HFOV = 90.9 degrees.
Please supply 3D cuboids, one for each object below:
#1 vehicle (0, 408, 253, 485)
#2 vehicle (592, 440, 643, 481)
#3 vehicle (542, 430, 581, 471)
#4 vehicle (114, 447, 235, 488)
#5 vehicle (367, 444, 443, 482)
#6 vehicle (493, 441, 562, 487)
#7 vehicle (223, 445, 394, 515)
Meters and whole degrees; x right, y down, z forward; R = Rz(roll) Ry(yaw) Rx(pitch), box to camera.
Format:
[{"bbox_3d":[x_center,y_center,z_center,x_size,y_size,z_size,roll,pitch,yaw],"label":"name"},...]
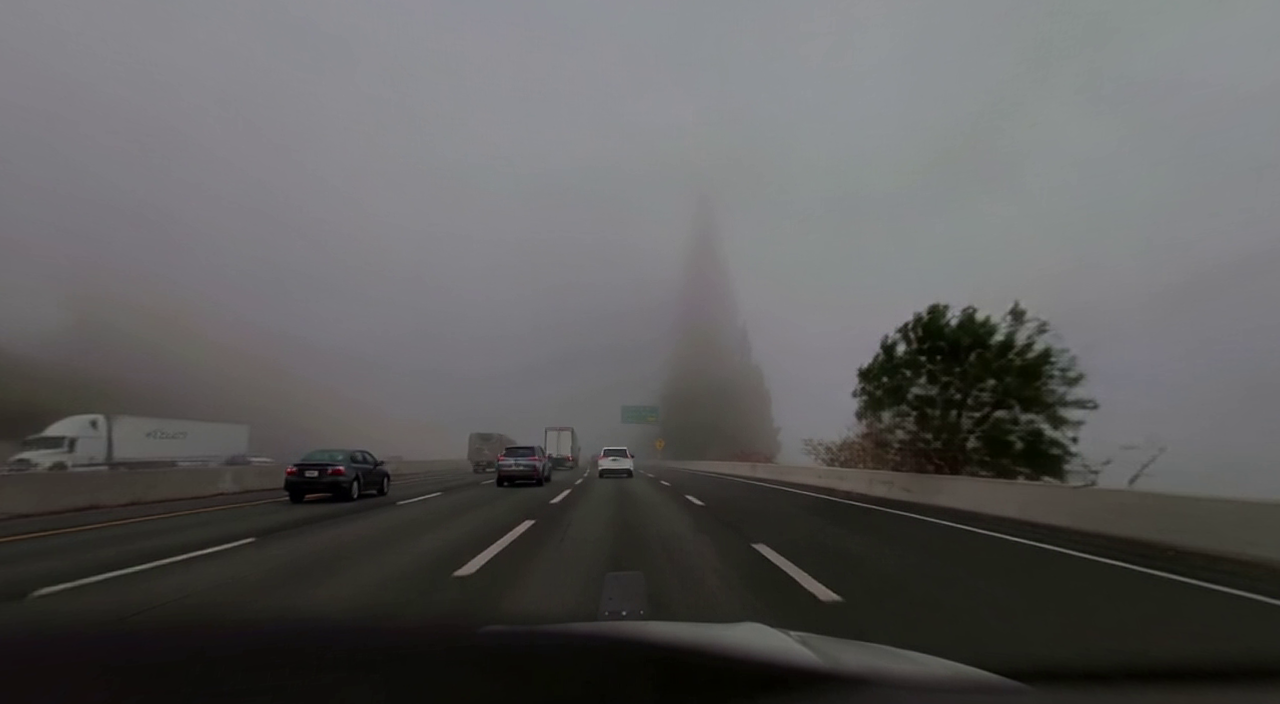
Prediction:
[{"bbox_3d":[-24.305,4.627,31.129,3.003,2.982,12.570,0,-8,-3],"label":"vehicle"},{"bbox_3d":[-1.026,4.753,28.026,2.092,1.671,3.772,0,-8,-3],"label":"vehicle"},{"bbox_3d":[-5.530,7.017,45.102,2.279,2.672,5.256,0,-8,-2],"label":"vehicle"},{"bbox_3d":[-20.134,4.972,27.575,1.934,1.609,4.619,0,-8,-3],"label":"vehicle"},{"bbox_3d":[-11.998,5.674,32.650,2.079,1.807,5.187,0,-8,-2],"label":"vehicle"},{"bbox_3d":[-4.307,4.320,24.737,2.005,1.631,4.295,0,-8,-1],"label":"vehicle"},{"bbox_3d":[-7.998,3.074,15.791,1.896,1.465,4.399,0,-8,0],"label":"vehicle"}]
